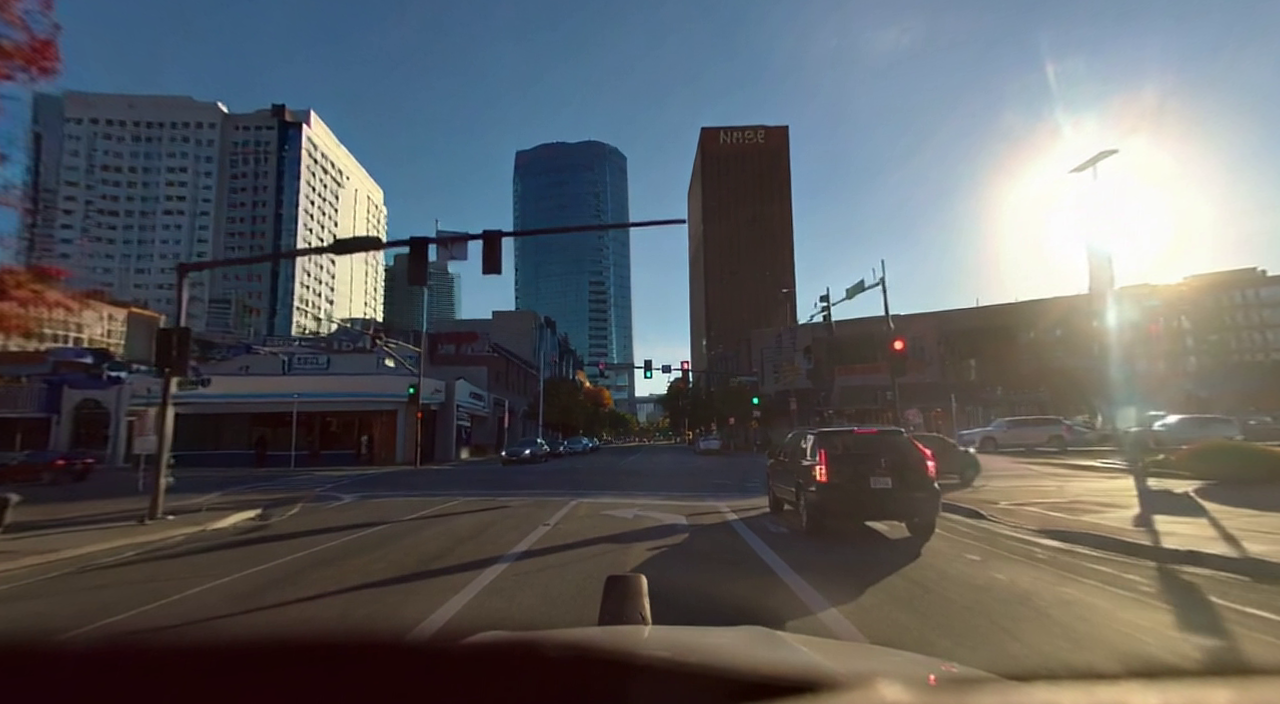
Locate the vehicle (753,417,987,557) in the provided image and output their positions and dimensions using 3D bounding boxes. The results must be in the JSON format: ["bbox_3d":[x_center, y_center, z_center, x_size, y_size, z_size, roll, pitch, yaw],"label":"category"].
[{"bbox_3d":[2.956,1.815,9.133,1.947,1.576,3.825,0,-8,0],"label":"vehicle"}]

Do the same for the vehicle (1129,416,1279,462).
[{"bbox_3d":[21.456,3.311,23.975,4.095,1.640,1.848,0,-8,-1],"label":"vehicle"}]

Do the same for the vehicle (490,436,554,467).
[{"bbox_3d":[-6.881,5.847,37.354,1.972,1.693,4.516,-2,-9,15],"label":"vehicle"}]

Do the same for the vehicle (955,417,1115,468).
[{"bbox_3d":[14.619,3.387,23.549,4.611,1.778,1.939,0,-8,0],"label":"vehicle"}]

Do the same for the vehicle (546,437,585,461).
[{"bbox_3d":[-5.483,7.249,47.182,2.115,1.690,4.322,-1,-8,4],"label":"vehicle"}]

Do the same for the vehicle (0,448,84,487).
[{"bbox_3d":[-26.691,4.895,26.904,4.037,1.562,2.099,-1,-8,4],"label":"vehicle"}]
